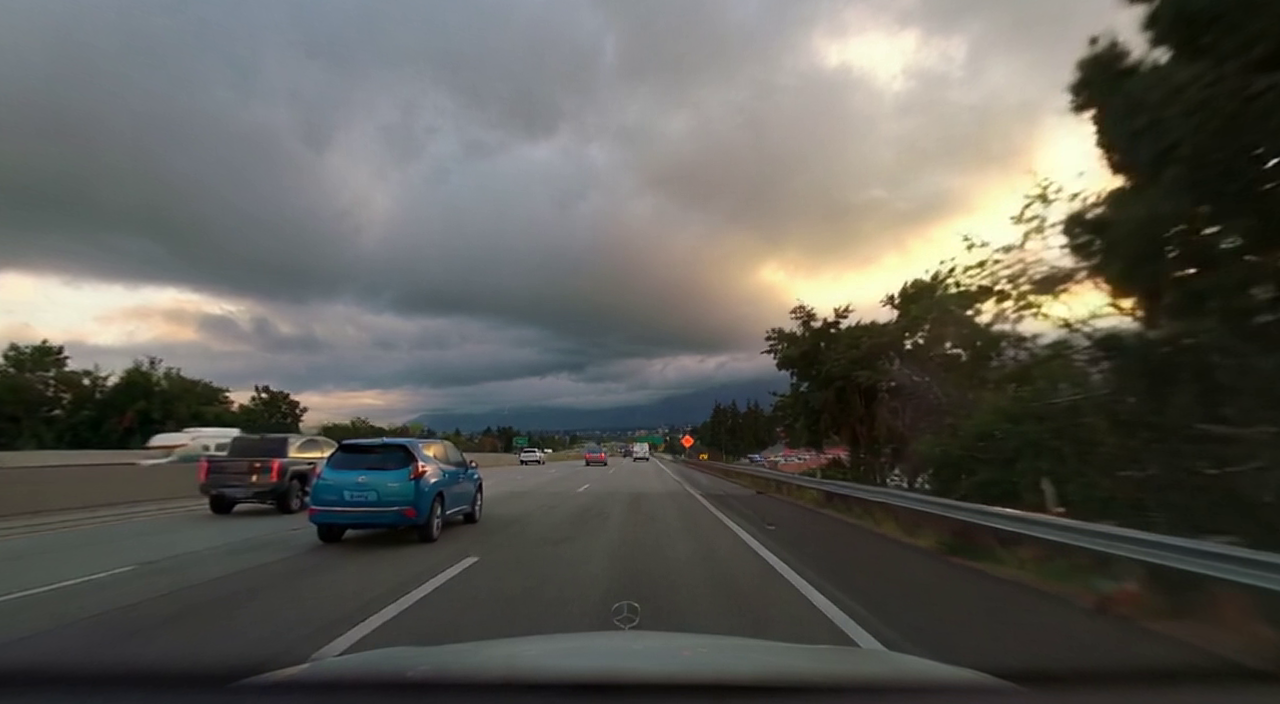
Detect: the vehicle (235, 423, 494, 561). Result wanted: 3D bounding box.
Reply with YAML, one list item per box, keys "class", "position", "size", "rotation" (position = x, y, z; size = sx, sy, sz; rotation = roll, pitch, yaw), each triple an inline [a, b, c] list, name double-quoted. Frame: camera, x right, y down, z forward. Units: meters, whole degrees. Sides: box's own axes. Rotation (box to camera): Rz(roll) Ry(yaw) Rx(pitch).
- class: "vehicle"
  position: [-3.895, 2.047, 9.918]
  size: [2.070, 1.665, 4.213]
  rotation: [0, -9, 1]

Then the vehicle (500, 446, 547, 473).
- class: "vehicle"
  position: [-7.416, 6.846, 40.384]
  size: [2.046, 1.644, 4.422]
  rotation: [0, -9, 2]
